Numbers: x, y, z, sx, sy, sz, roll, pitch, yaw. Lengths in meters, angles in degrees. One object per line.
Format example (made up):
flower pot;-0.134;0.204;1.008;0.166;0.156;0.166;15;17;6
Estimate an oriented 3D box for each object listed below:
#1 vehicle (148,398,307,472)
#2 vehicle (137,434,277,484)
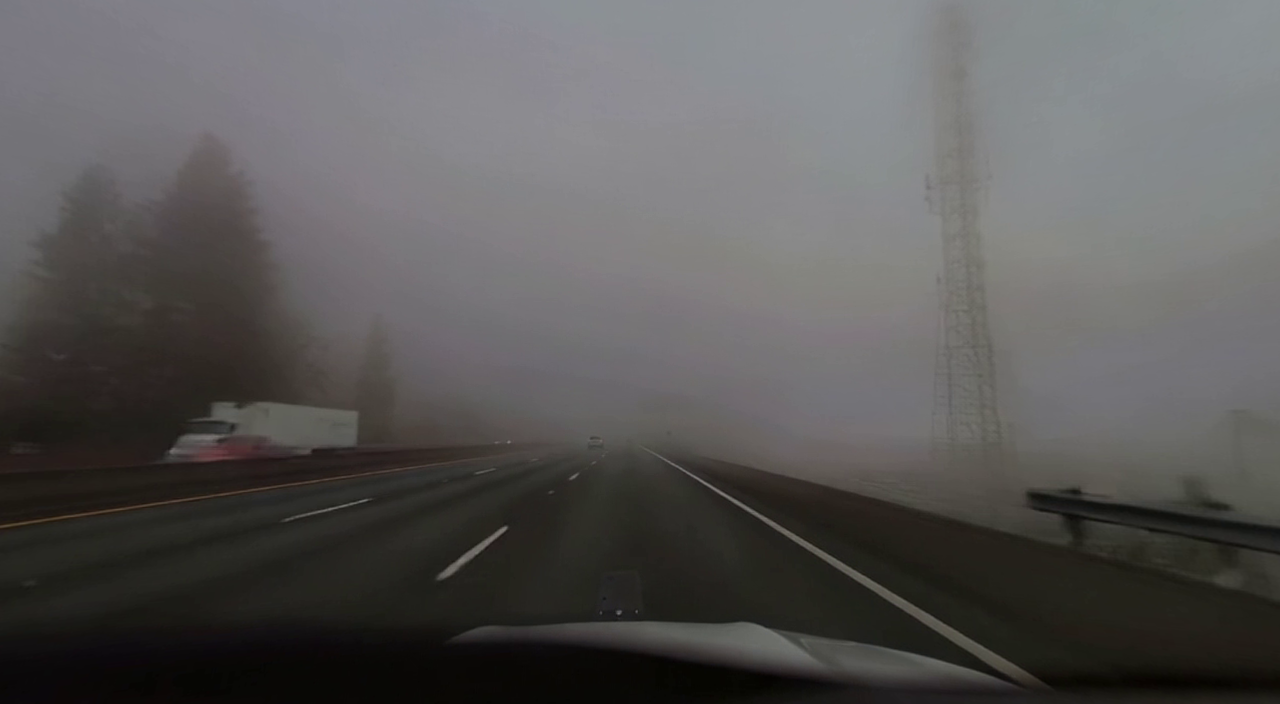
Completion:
vehicle;-25.281;5.212;39.582;2.997;4.015;10.450;0;-8;-1
vehicle;-16.790;4.137;24.785;2.164;1.749;4.744;0;-8;-1
